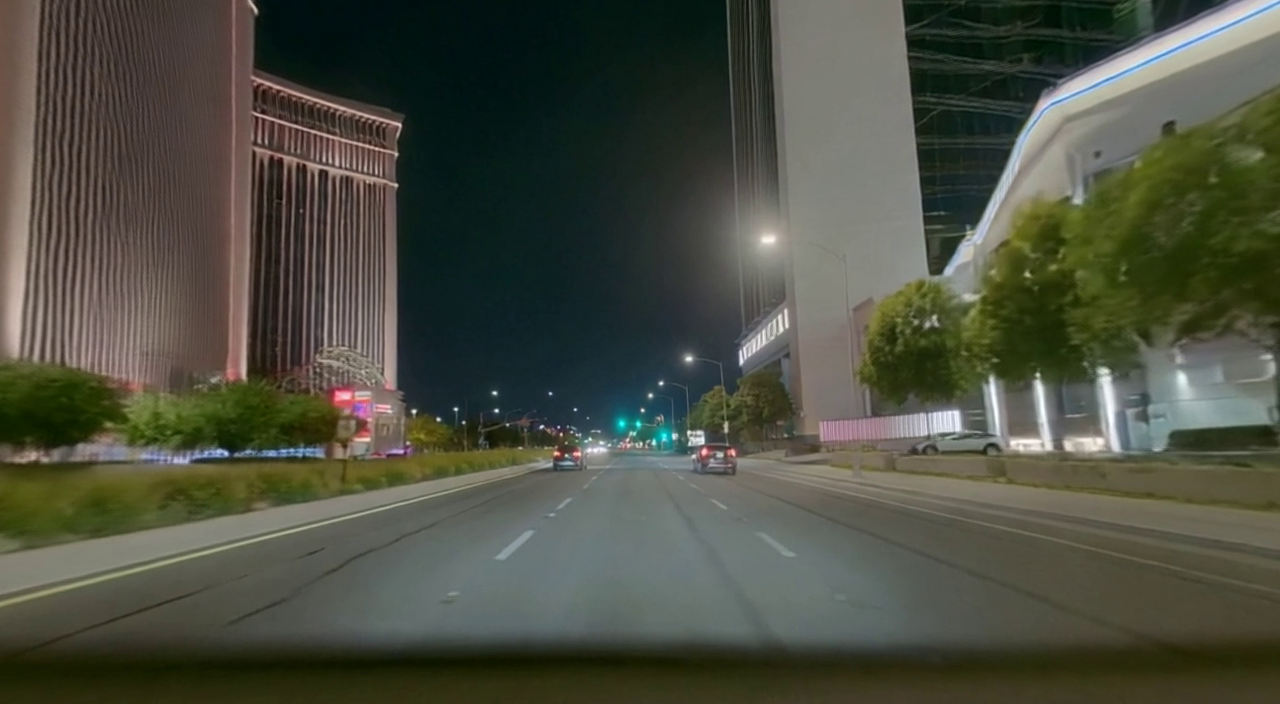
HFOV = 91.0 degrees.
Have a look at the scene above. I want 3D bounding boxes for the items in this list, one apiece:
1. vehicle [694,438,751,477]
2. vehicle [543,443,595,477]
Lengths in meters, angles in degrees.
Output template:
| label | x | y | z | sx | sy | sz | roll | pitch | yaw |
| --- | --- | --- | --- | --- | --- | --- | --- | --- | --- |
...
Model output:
| label | x | y | z | sx | sy | sz | roll | pitch | yaw |
| --- | --- | --- | --- | --- | --- | --- | --- | --- | --- |
| vehicle | 3.967 | 5.154 | 30.949 | 2.083 | 1.743 | 4.354 | 0 | -8 | -2 |
| vehicle | -3.316 | 5.098 | 30.066 | 2.005 | 1.477 | 4.169 | 0 | -8 | 0 |
